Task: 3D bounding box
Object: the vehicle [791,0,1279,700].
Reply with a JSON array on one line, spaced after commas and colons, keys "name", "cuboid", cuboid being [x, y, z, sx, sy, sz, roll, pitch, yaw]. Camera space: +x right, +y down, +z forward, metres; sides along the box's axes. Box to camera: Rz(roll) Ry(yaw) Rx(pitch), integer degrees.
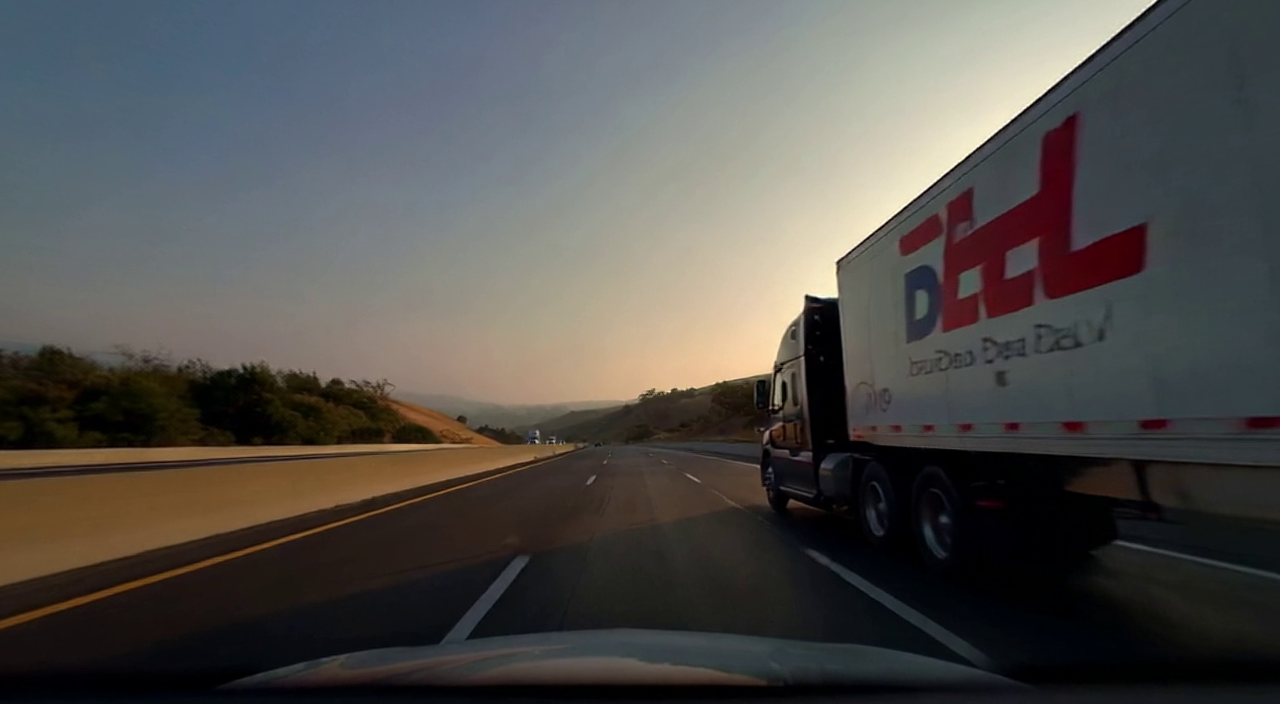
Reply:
[{"name": "vehicle", "cuboid": [4.701, 0.360, 7.671, 3.041, 4.012, 10.162, 0, -8, -1]}]
